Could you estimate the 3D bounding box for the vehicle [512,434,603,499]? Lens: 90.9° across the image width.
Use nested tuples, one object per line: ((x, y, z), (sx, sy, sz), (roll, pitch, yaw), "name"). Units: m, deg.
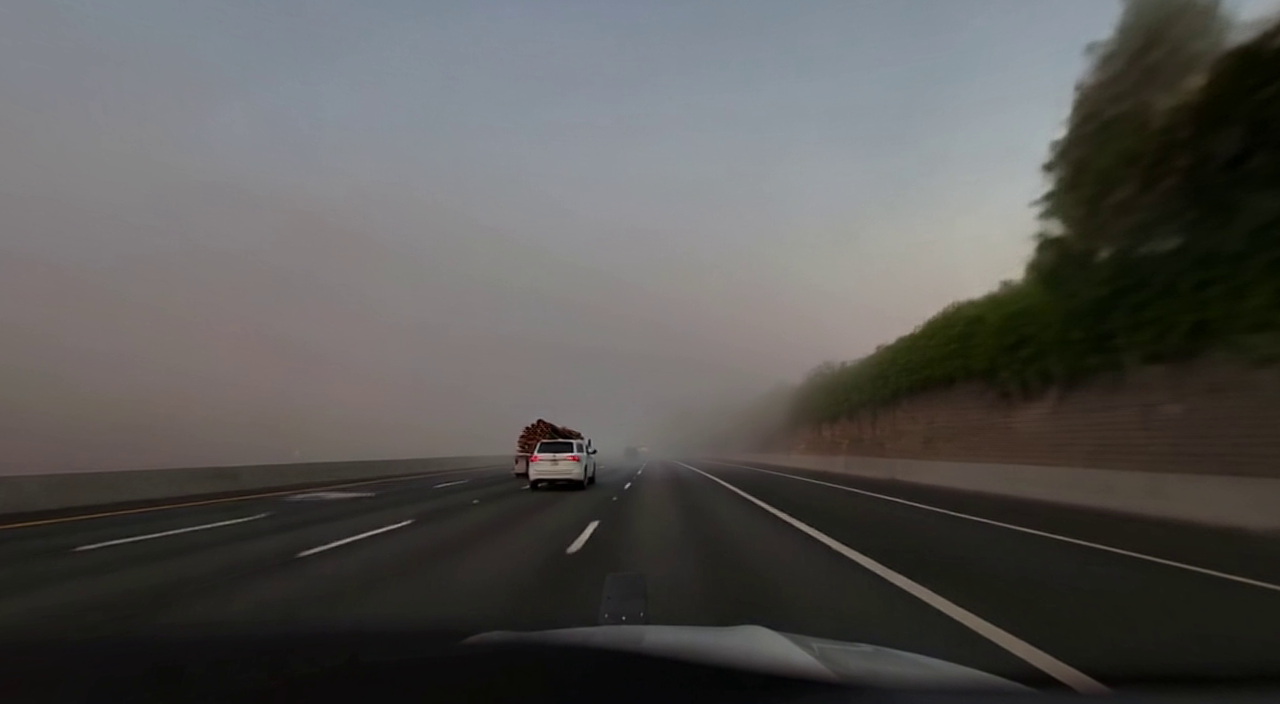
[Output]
((-2.429, 3.496, 19.757), (2.114, 1.787, 4.365), (0, -8, 2), "vehicle")
